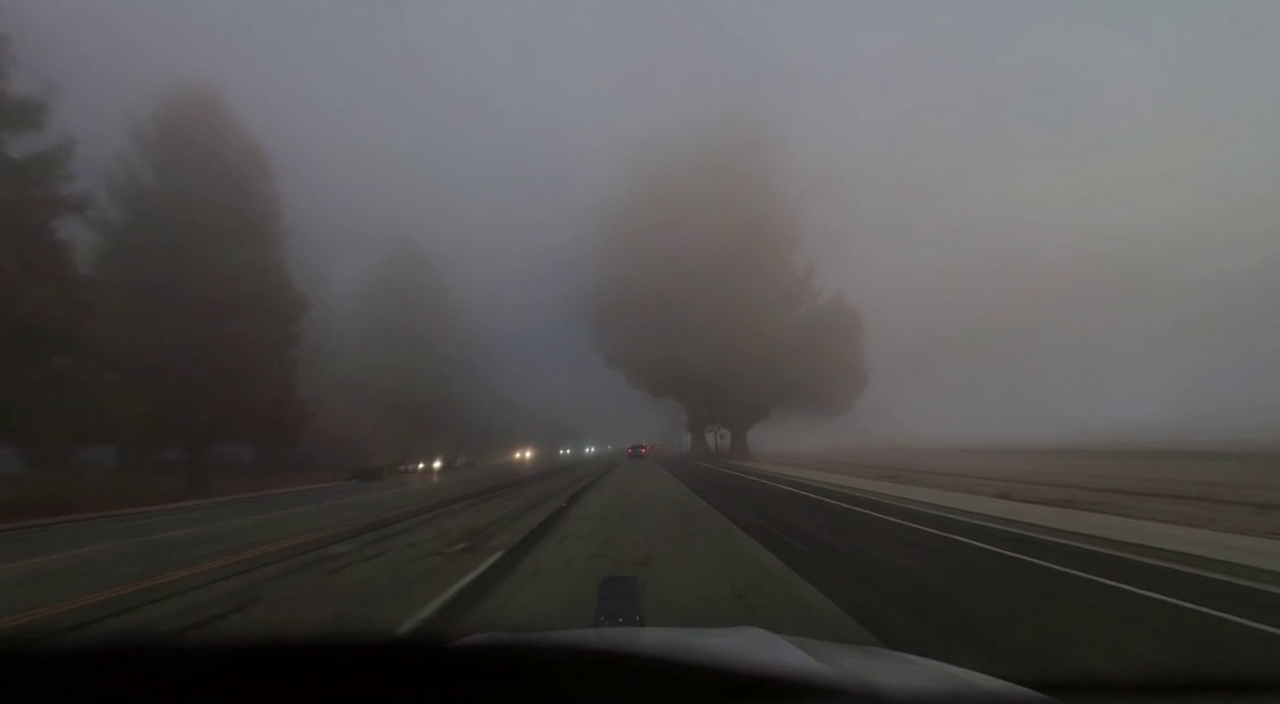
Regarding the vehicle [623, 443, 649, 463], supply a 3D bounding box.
[{"bbox_3d":[-0.350,7.915,49.547,1.984,1.439,4.171,0,-9,-1],"label":"vehicle"}]
